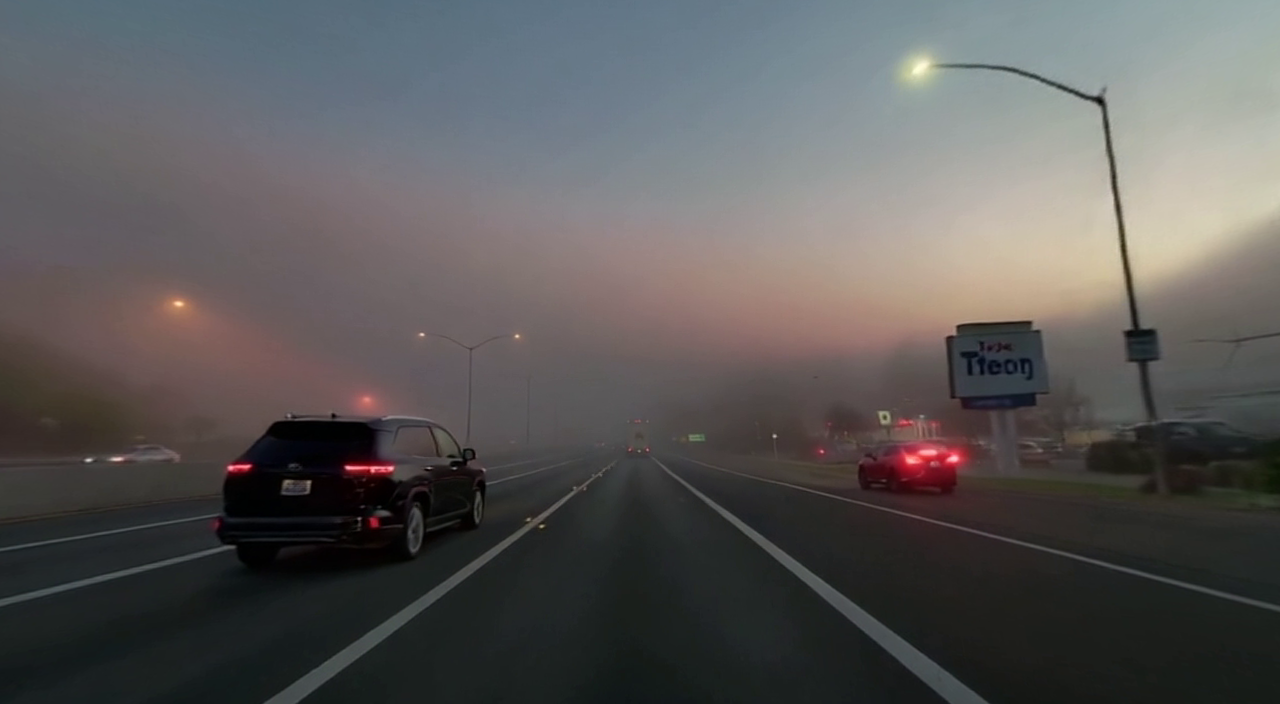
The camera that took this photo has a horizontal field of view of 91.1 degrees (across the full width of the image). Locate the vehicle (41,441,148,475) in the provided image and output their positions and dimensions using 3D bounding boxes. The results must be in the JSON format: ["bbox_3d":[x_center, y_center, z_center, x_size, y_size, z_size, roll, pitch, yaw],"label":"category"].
[{"bbox_3d":[-28.733,5.597,33.281,1.895,1.654,4.190,0,-9,0],"label":"vehicle"}]

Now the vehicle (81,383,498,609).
[{"bbox_3d":[-3.412,1.533,7.632,2.178,1.826,4.933,0,-9,0],"label":"vehicle"}]

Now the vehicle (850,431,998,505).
[{"bbox_3d":[7.235,2.972,16.554,1.958,1.681,4.109,0,-9,0],"label":"vehicle"}]
